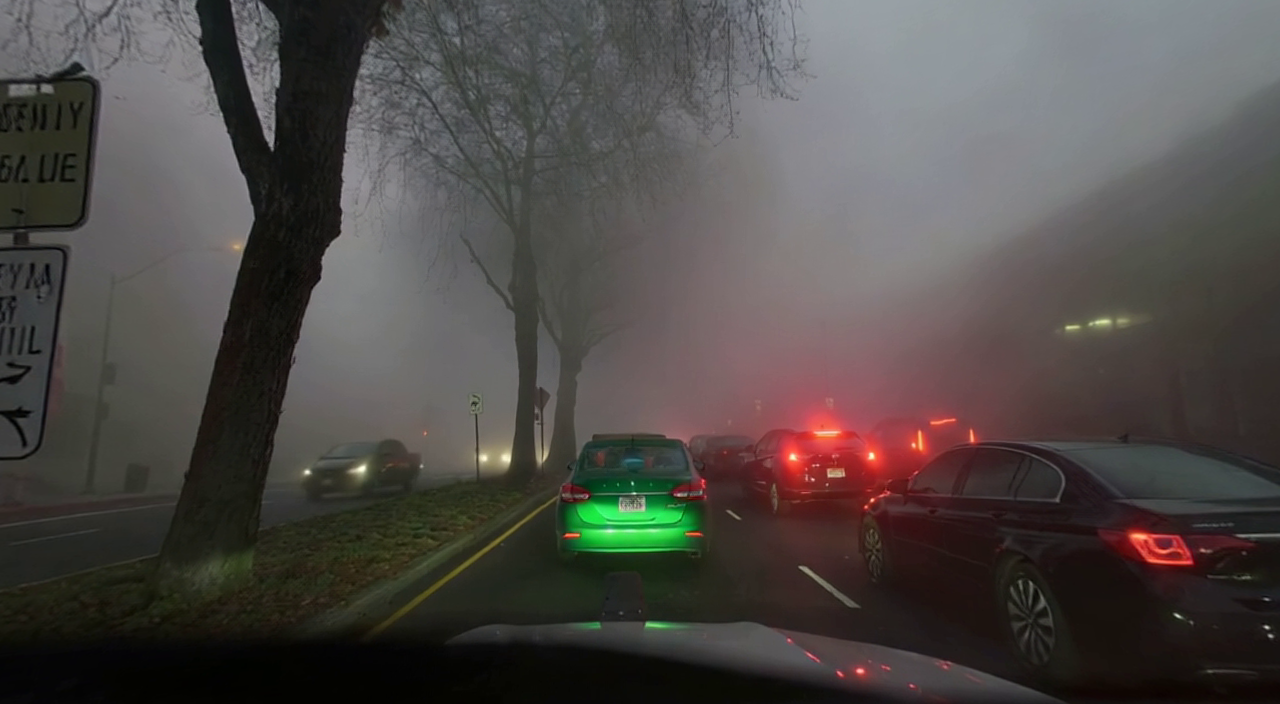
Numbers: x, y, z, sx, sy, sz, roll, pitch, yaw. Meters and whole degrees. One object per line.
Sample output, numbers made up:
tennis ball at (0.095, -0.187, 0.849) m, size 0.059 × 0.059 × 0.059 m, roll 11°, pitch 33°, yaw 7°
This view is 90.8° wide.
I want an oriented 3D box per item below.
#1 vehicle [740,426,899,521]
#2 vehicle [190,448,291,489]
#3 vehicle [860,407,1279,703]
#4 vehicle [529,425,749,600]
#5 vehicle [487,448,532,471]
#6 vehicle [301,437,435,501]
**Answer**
vehicle at (3.537, 2.483, 13.424) m, size 2.025 × 1.660 × 4.263 m, roll 0°, pitch -9°, yaw -1°
vehicle at (-18.663, 5.395, 29.510) m, size 4.329 × 1.773 × 2.072 m, roll -5°, pitch -10°, yaw 30°
vehicle at (3.312, 1.259, 4.485) m, size 1.988 × 1.480 × 4.195 m, roll 0°, pitch -9°, yaw 0°
vehicle at (-0.023, 1.660, 7.294) m, size 1.887 × 1.487 × 3.535 m, roll 0°, pitch -9°, yaw 0°
vehicle at (-8.392, 6.940, 40.987) m, size 1.850 × 1.417 × 4.321 m, roll -1°, pitch -9°, yaw 1°
vehicle at (-8.085, 3.487, 19.302) m, size 2.079 × 1.695 × 4.374 m, roll 0°, pitch -9°, yaw 1°
